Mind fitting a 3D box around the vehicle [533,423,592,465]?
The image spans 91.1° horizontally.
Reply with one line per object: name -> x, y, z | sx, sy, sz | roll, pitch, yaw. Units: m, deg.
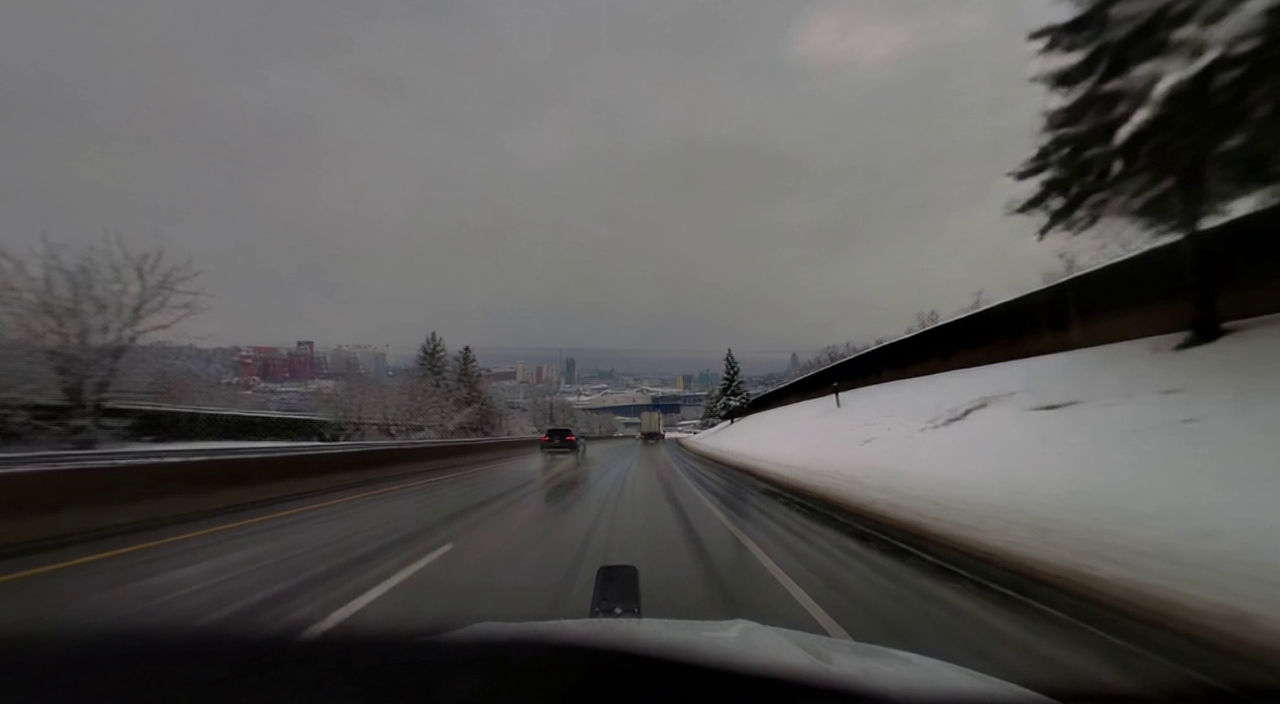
vehicle -> -3.380, 4.089, 28.121 | 2.018, 1.678, 4.312 | 0, -8, 1
